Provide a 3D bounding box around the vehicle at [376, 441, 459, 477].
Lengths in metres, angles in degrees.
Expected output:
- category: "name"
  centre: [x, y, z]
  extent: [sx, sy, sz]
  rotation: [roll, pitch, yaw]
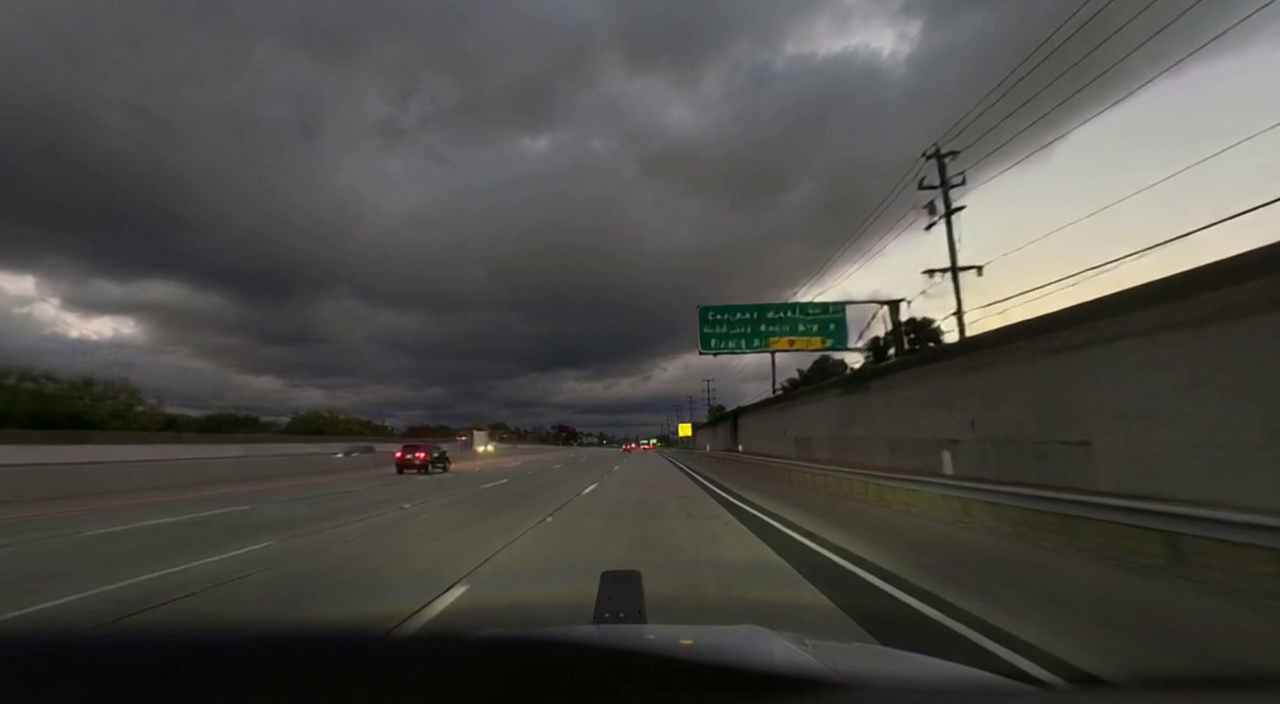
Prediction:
- category: "vehicle"
  centre: [-9.995, 4.829, 28.758]
  extent: [2.056, 1.476, 4.562]
  rotation: [0, -8, 1]
